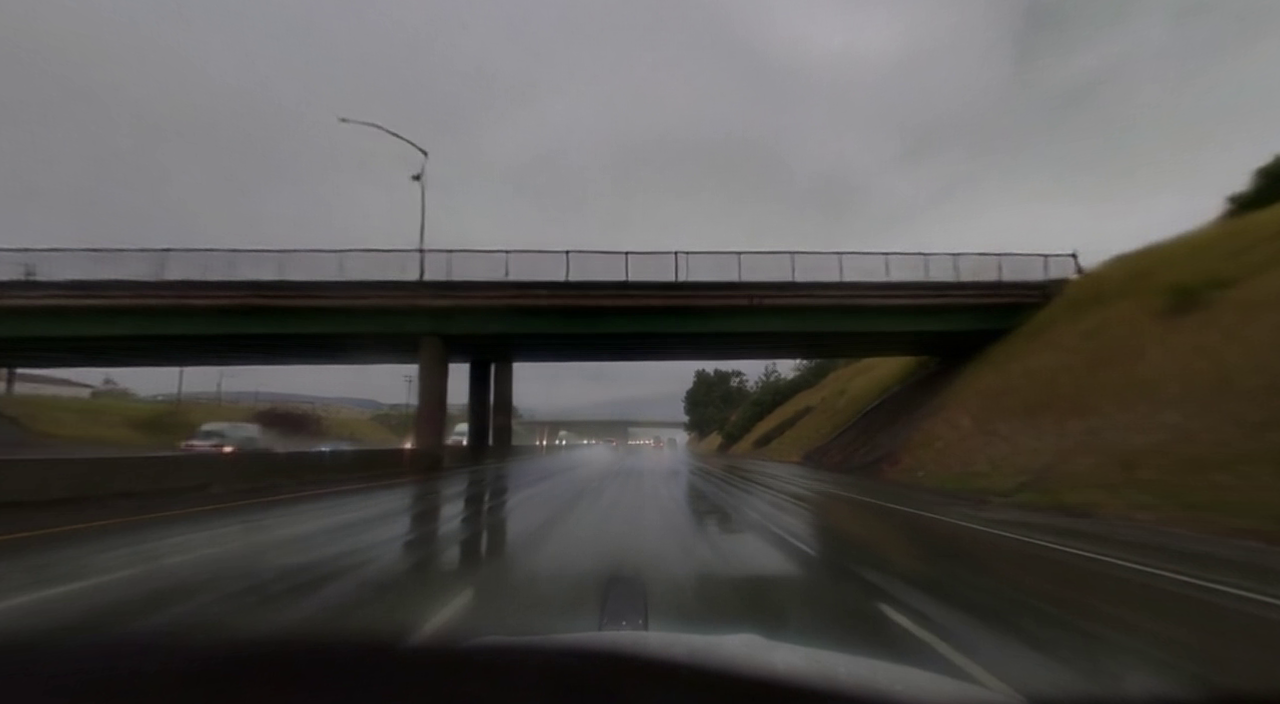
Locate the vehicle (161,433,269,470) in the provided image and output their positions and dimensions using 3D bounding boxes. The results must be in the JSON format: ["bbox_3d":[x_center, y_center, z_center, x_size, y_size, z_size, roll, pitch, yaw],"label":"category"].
[{"bbox_3d":[-24.140,5.699,36.187,2.214,1.904,5.607,-1,-9,1],"label":"vehicle"}]
